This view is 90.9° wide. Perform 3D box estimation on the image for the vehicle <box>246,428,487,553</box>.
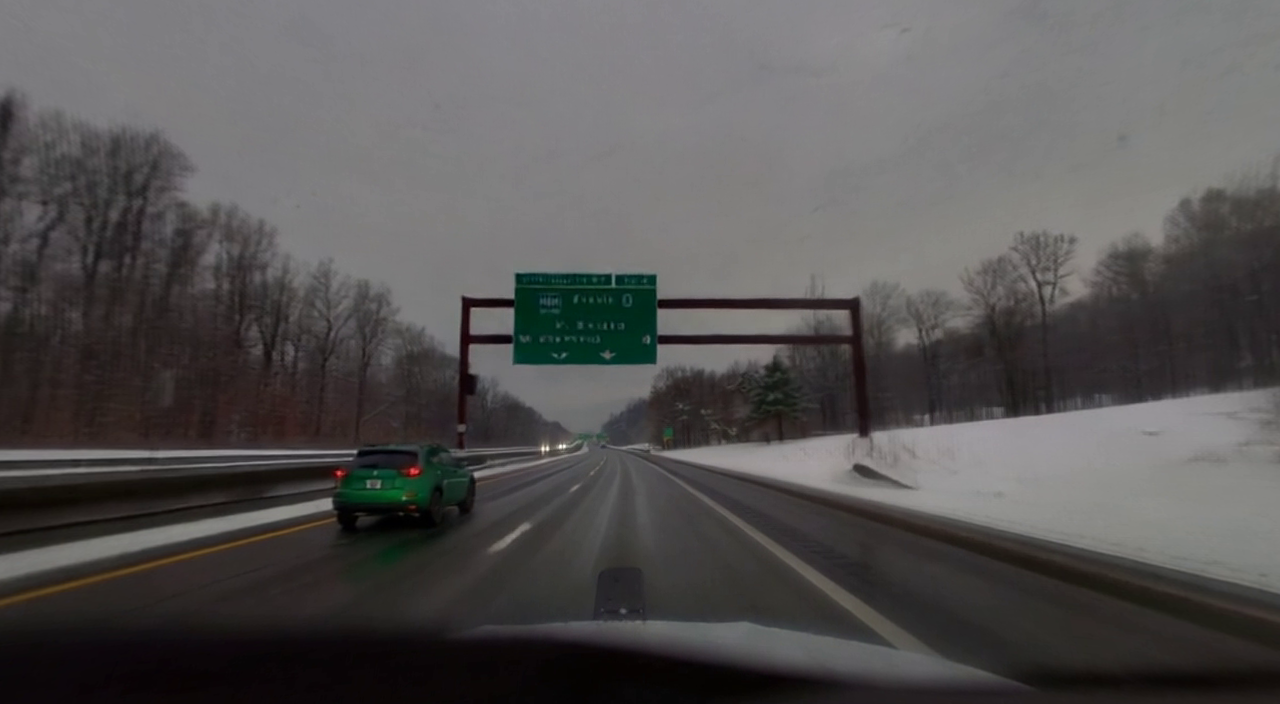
[{"bbox_3d":[-3.875,2.018,9.816,1.990,1.532,3.911,0,-9,0],"label":"vehicle"}]
